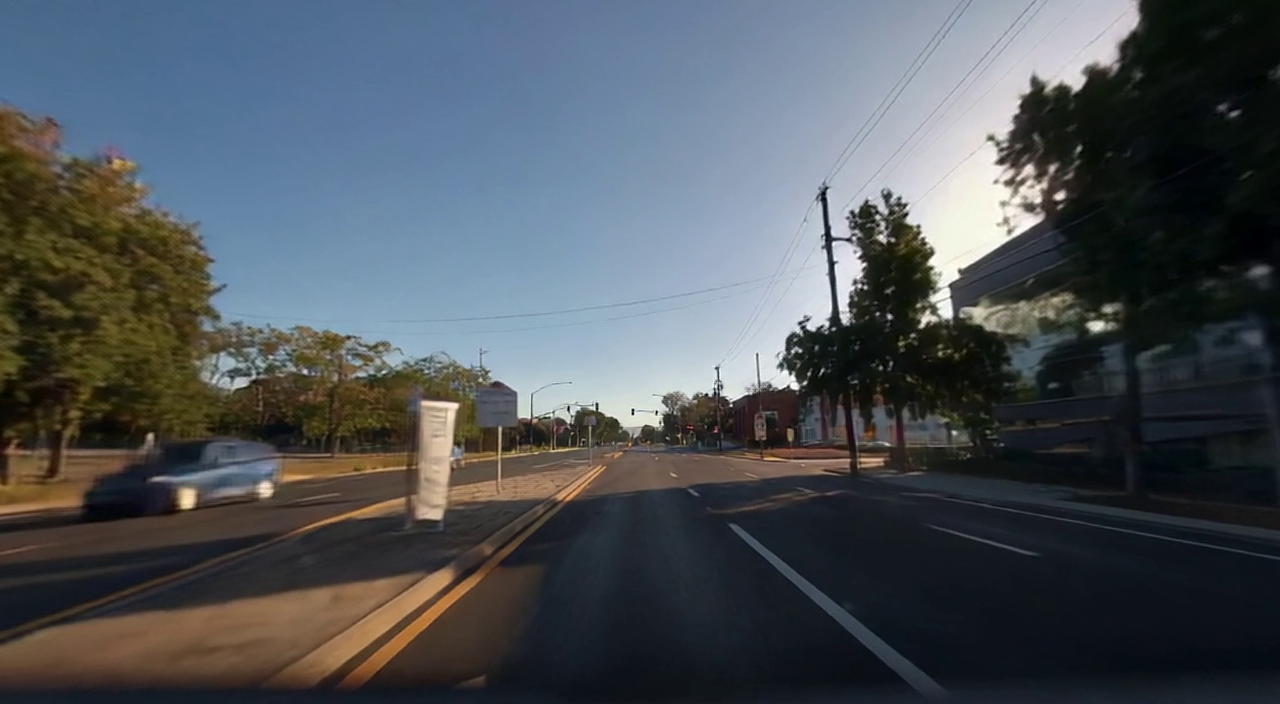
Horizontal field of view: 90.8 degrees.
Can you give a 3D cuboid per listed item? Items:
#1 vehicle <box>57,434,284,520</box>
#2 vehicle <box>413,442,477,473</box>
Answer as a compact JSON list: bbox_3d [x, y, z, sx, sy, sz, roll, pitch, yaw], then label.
[{"bbox_3d":[-10.672,2.828,14.906,1.923,1.702,4.387,0,-8,0],"label":"vehicle"},{"bbox_3d":[-10.600,5.753,34.794,1.916,1.593,5.012,0,-8,0],"label":"vehicle"}]
